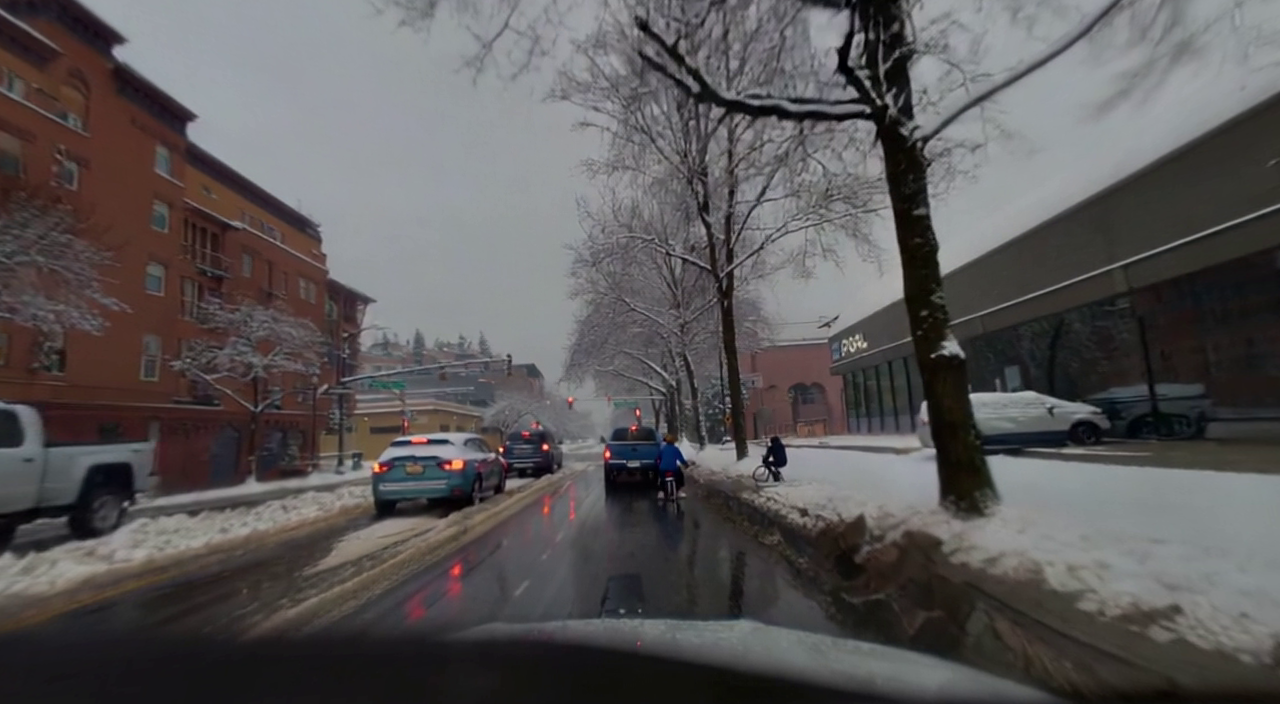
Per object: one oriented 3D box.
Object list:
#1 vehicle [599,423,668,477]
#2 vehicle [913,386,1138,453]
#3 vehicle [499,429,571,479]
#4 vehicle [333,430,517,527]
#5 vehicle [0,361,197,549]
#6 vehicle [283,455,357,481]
[{"bbox_3d":[-0.311,3.823,24.790,2.426,1.882,5.027,0,-9,-2],"label":"vehicle"},{"bbox_3d":[8.919,1.625,14.794,4.159,1.416,2.049,2,-8,-13],"label":"vehicle"},{"bbox_3d":[-3.949,3.913,24.460,2.046,1.750,4.452,0,-9,0],"label":"vehicle"},{"bbox_3d":[-3.738,2.282,11.931,2.064,1.486,4.140,0,-9,-1],"label":"vehicle"},{"bbox_3d":[-13.228,2.163,12.197,3.062,3.442,8.771,-8,-9,-1],"label":"vehicle"},{"bbox_3d":[-23.441,8.488,46.355,4.527,1.584,1.883,-3,-7,2],"label":"vehicle"}]
